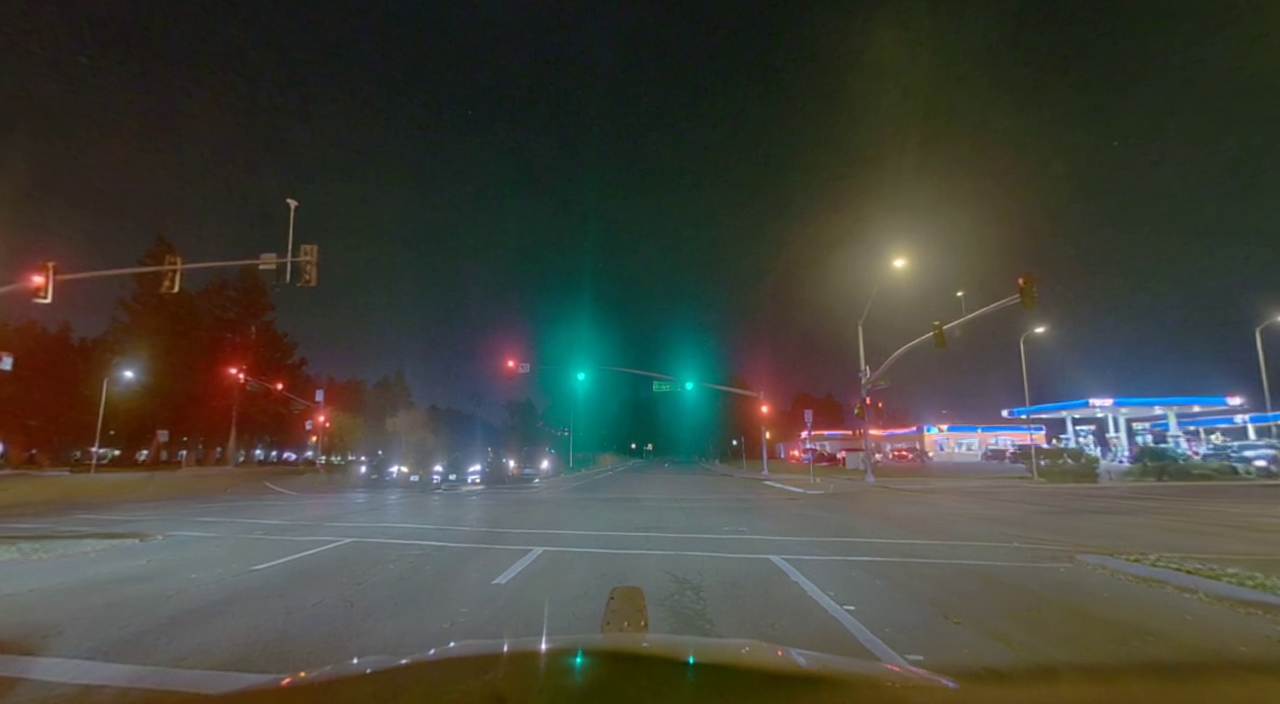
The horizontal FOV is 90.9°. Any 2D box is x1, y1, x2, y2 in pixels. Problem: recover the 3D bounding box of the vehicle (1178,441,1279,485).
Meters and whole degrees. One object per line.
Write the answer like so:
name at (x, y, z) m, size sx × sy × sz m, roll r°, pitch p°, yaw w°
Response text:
vehicle at (22.094, 3.808, 21.805) m, size 4.716 × 1.455 × 2.060 m, roll -3°, pitch -9°, yaw 17°
